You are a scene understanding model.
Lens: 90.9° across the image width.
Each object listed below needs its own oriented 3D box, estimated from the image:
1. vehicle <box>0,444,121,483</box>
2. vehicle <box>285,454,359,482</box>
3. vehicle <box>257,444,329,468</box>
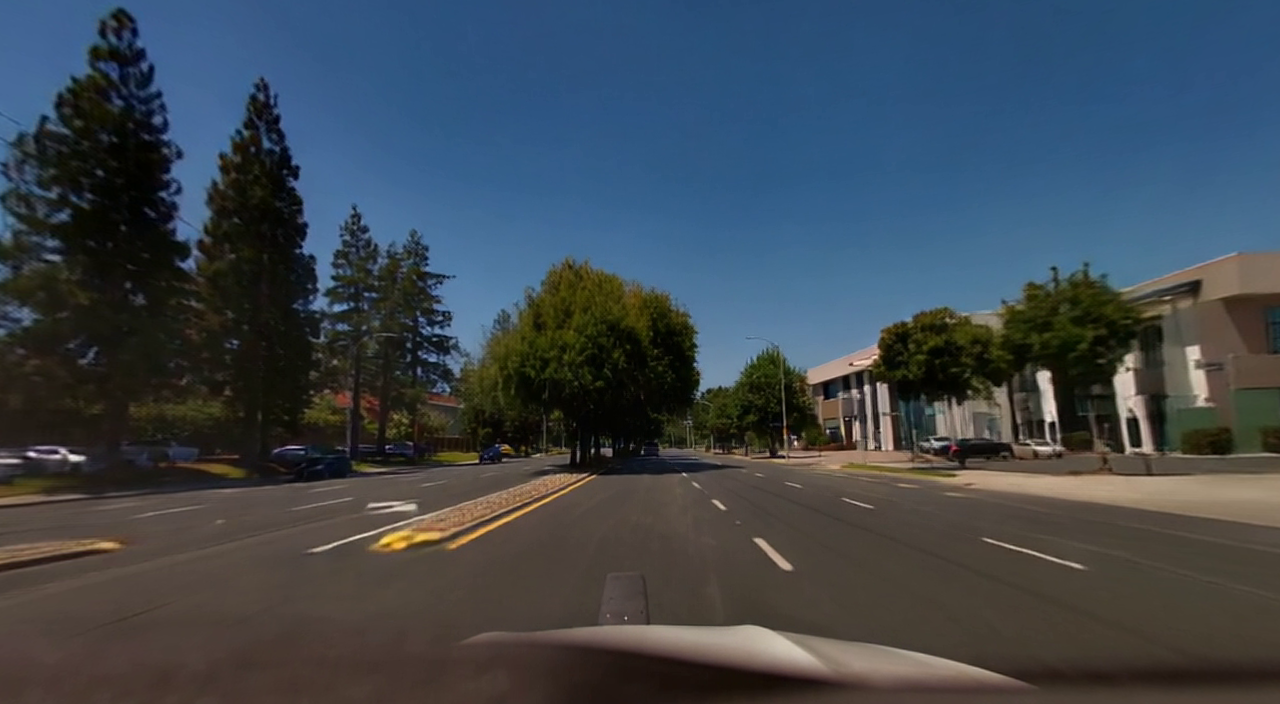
[{"bbox_3d":[-26.905,5.110,29.017,4.106,1.698,2.072,0,-8,2],"label":"vehicle"},{"bbox_3d":[-18.637,6.777,37.250,1.815,1.453,4.870,0,-8,1],"label":"vehicle"},{"bbox_3d":[-25.959,7.801,47.261,4.190,1.729,1.957,0,-8,2],"label":"vehicle"}]
